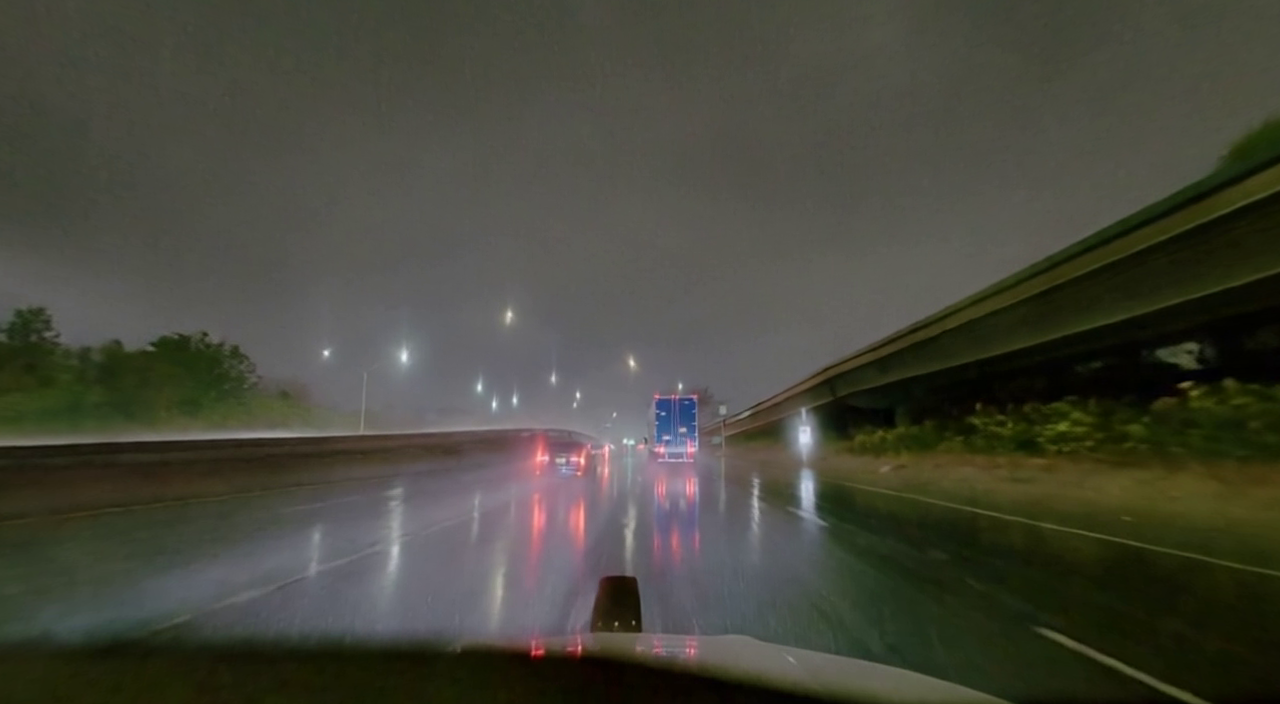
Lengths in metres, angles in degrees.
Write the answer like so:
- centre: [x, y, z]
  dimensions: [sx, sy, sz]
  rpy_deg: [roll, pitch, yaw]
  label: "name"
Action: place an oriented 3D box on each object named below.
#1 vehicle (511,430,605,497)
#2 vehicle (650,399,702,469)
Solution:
- centre: [-2.241, 3.228, 18.653]
  dimensions: [2.077, 1.716, 4.514]
  rpy_deg: [0, -9, 1]
  label: "vehicle"
- centre: [2.208, 5.509, 41.826]
  dimensions: [2.964, 4.063, 10.072]
  rpy_deg: [0, -9, 1]
  label: "vehicle"
